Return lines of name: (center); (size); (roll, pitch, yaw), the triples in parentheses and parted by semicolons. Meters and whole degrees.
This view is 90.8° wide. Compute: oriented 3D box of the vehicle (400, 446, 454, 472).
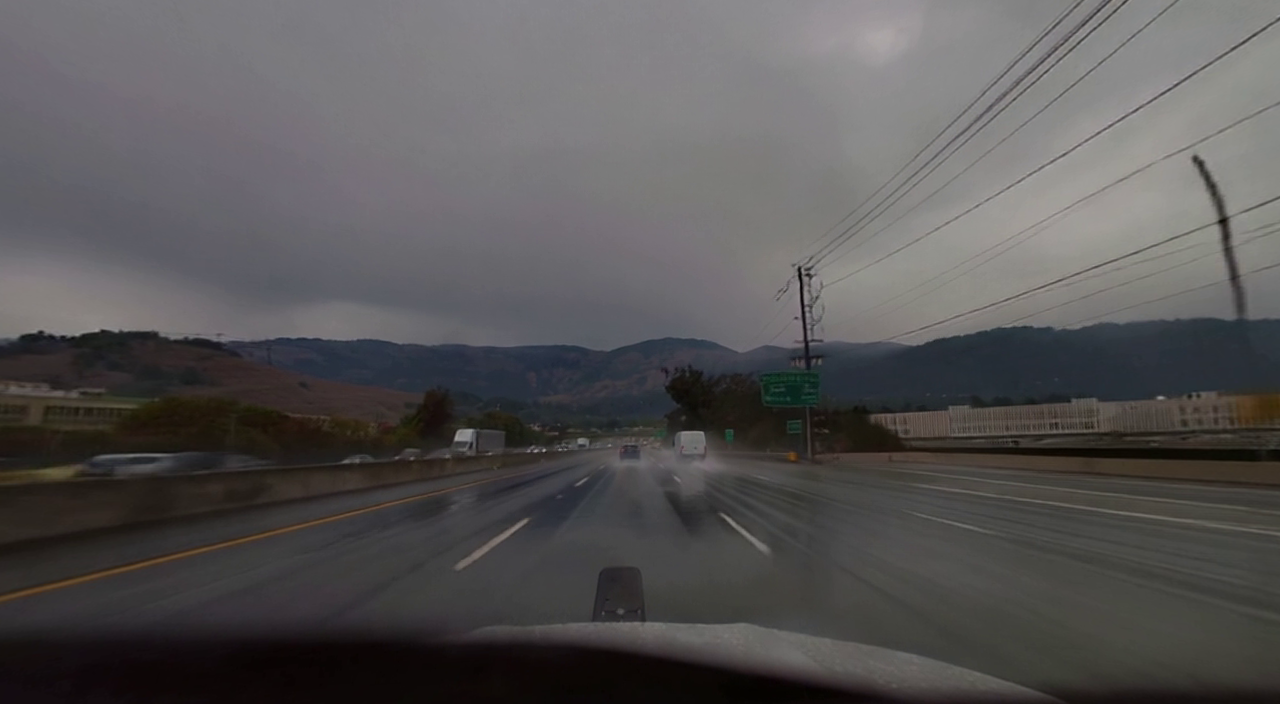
vehicle: (-13.864, 6.952, 41.309); (1.968, 1.563, 4.376); (0, -9, 0)

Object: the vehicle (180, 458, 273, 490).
vehicle: (-21.461, 6.306, 33.047); (1.849, 1.463, 4.466); (0, -9, 0)

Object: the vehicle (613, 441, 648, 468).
vehicle: (-0.691, 7.128, 44.048); (2.325, 1.712, 4.592); (0, -9, -1)

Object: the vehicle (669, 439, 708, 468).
vehicle: (3.147, 6.742, 42.017); (2.036, 1.796, 4.470); (0, -9, -2)
